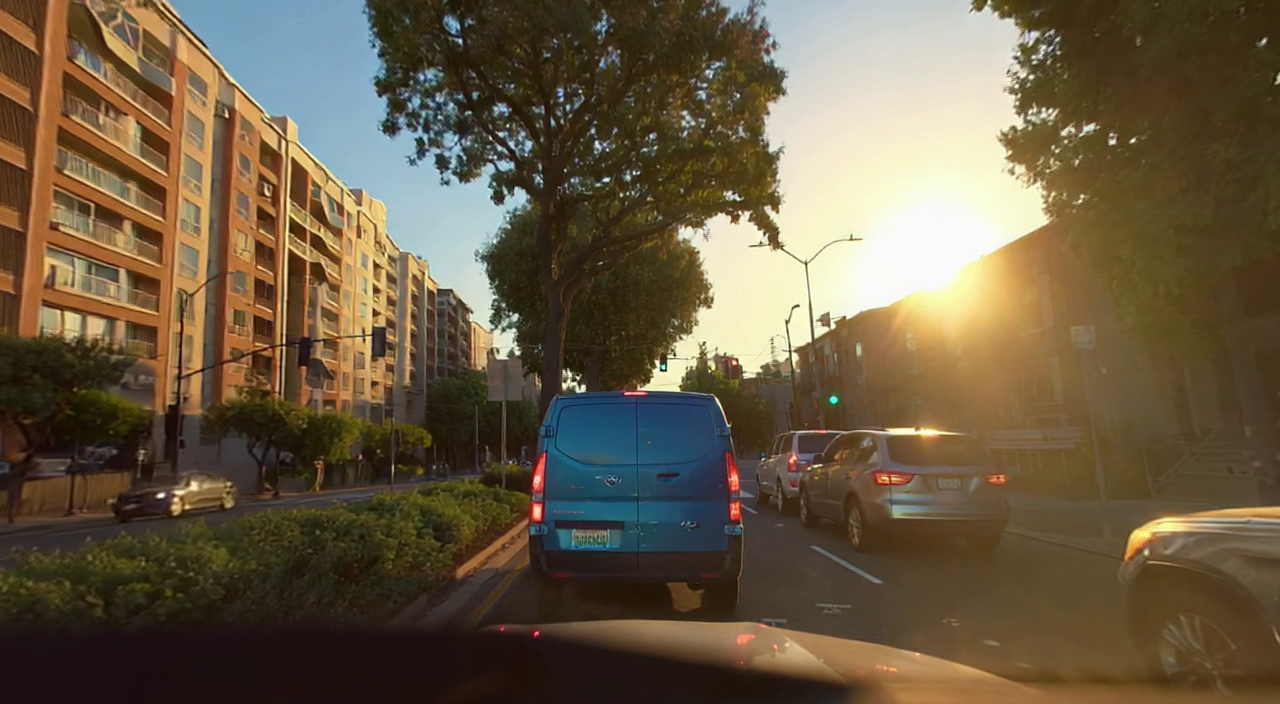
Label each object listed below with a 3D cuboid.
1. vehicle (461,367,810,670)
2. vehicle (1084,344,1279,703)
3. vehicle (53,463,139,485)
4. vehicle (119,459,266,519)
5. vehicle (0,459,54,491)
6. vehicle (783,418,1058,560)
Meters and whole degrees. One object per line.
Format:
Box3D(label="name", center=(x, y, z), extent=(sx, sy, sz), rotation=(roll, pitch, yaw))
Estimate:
Box3D(label="vehicle", center=(-0.025, 1.326, 6.040), extent=(2.101, 1.828, 4.270), rotation=(0, -9, 0))
Box3D(label="vehicle", center=(3.806, 0.700, 1.738), extent=(2.157, 1.748, 4.130), rotation=(0, -9, 1))
Box3D(label="vehicle", center=(-38.464, 8.628, 44.636), extent=(4.396, 1.458, 1.809), rotation=(-1, -9, 2))
Box3D(label="vehicle", center=(-13.423, 4.076, 19.308), extent=(1.852, 1.485, 4.428), rotation=(1, -9, -10))
Box3D(label="vehicle", center=(-35.476, 6.833, 35.156), extent=(3.843, 1.680, 1.782), rotation=(-1, -9, 4))
Box3D(label="vehicle", center=(3.922, 2.006, 10.014), extent=(2.061, 1.676, 4.734), rotation=(0, -9, -2))
